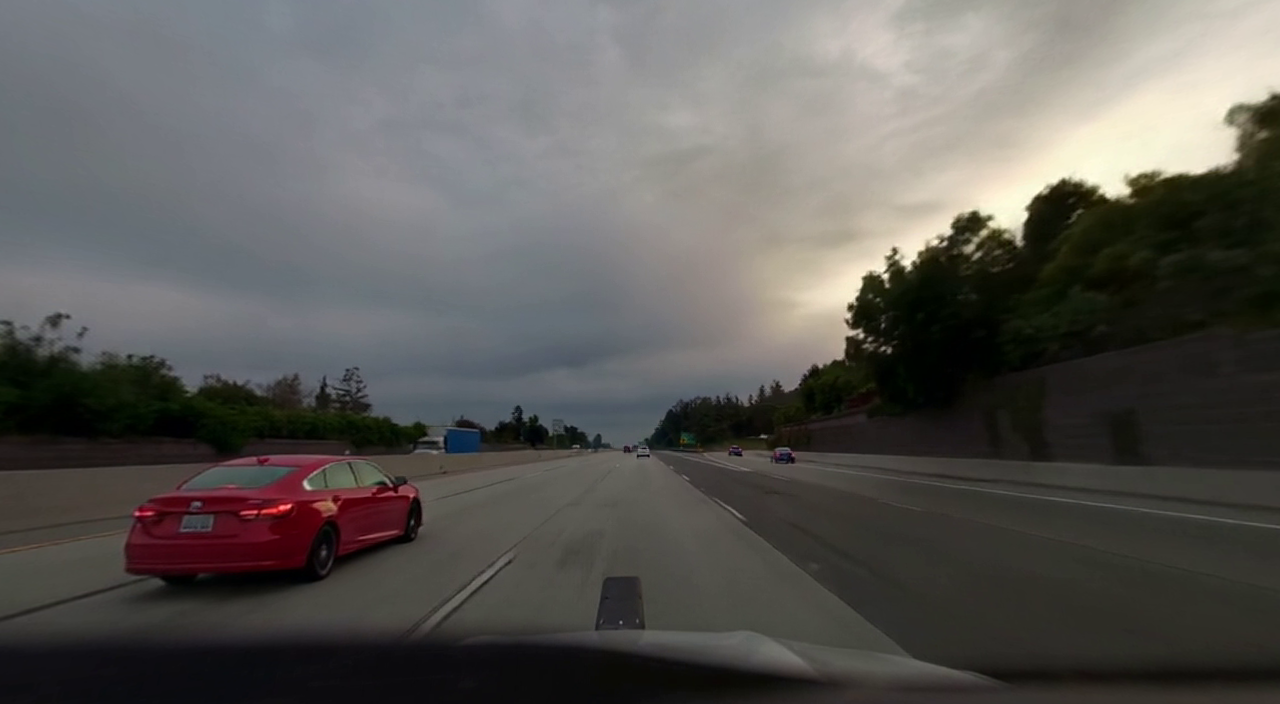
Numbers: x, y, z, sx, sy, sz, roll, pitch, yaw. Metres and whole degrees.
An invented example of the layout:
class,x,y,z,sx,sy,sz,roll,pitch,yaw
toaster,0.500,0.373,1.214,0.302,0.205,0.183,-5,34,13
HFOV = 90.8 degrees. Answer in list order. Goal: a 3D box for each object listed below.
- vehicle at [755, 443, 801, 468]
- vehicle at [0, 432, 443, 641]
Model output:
class,x,y,z,sx,sy,sz,roll,pitch,yaw
vehicle,8.683,6.571,40.160,1.884,1.485,4.600,0,-9,0
vehicle,-3.801,1.653,6.768,1.873,1.438,4.546,-1,-9,1
